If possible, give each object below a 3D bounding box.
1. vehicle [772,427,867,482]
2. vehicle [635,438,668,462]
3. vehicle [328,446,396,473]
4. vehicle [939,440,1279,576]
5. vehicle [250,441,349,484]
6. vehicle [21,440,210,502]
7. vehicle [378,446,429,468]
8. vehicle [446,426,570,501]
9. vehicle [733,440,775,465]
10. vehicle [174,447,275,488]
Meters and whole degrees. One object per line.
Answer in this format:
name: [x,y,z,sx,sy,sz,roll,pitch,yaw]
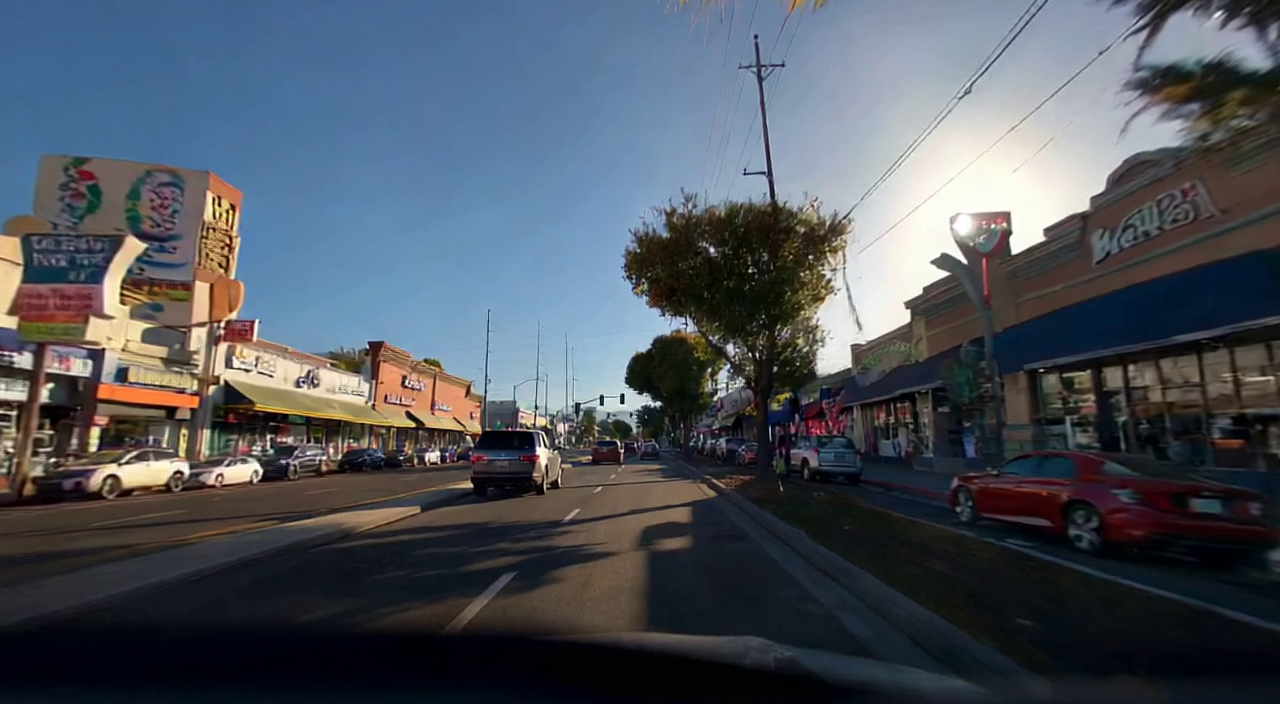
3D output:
vehicle: [6.633,3.874,24.009,2.098,1.845,5.117,0,-8,0]
vehicle: [0.711,6.302,40.618,2.037,1.484,4.073,0,-8,0]
vehicle: [-16.850,6.525,38.494,1.984,1.494,4.815,0,-8,0]
vehicle: [6.475,2.010,9.096,1.982,1.428,4.726,0,-8,0]
vehicle: [-16.870,5.449,31.586,2.293,1.736,4.871,-2,-6,0]
vehicle: [-17.046,3.852,20.931,2.150,1.802,4.772,0,-8,-1]
vehicle: [-16.756,7.455,44.931,1.788,1.475,4.737,0,-8,0]
vehicle: [-3.179,2.798,16.227,2.049,1.646,4.445,-1,-8,2]
vehicle: [7.251,6.461,40.561,1.871,1.478,4.272,0,-8,0]
vehicle: [-17.164,4.749,26.224,1.816,1.564,3.442,0,-8,0]
